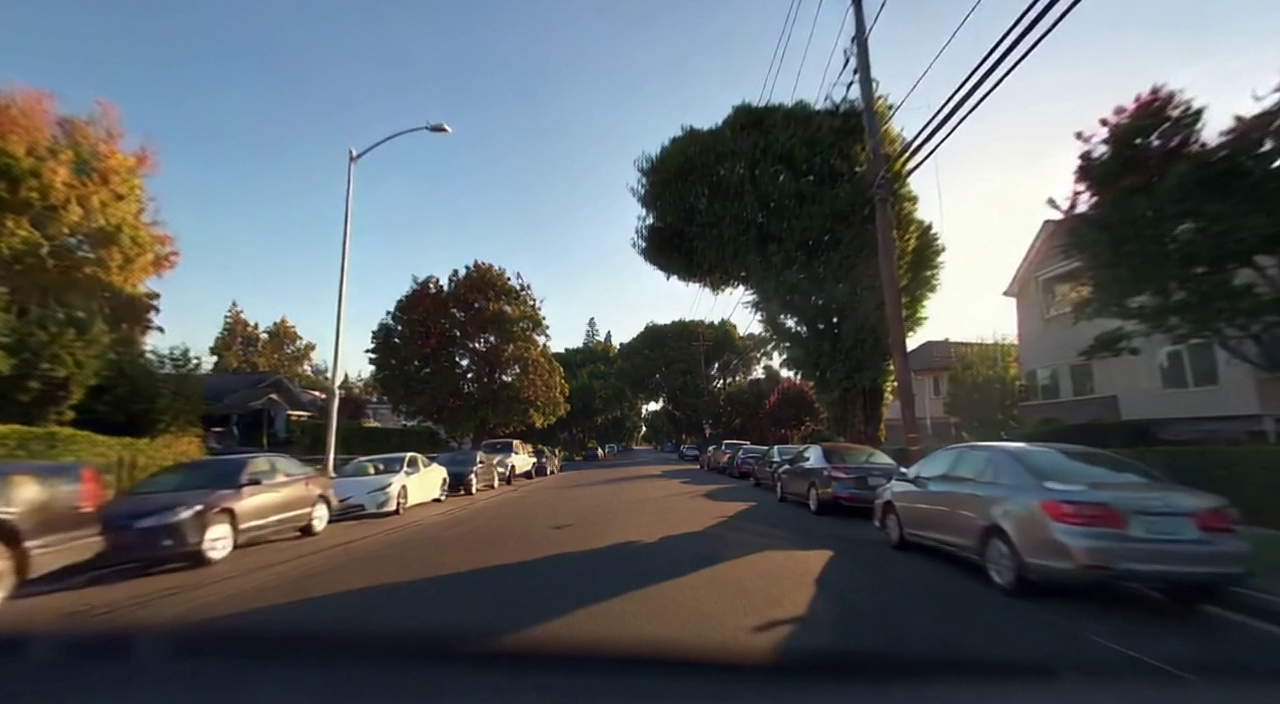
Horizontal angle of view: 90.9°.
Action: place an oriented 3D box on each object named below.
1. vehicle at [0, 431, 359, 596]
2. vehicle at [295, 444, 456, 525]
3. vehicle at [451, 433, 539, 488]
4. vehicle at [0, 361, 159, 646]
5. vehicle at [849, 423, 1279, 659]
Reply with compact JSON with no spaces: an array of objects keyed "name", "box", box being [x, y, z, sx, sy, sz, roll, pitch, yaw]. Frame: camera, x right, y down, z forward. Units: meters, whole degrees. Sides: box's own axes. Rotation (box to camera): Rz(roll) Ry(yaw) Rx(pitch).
[{"name":"vehicle","box":[-5.867,1.962,8.796,1.818,1.683,4.364,0,-7,1]},{"name":"vehicle","box":[-5.724,2.873,14.324,1.752,1.494,4.274,0,-8,1]},{"name":"vehicle","box":[-5.583,4.241,25.085,2.052,1.916,5.084,0,-8,3]},{"name":"vehicle","box":[-5.776,0.850,2.847,2.384,1.992,5.965,-2,-9,2]},{"name":"vehicle","box":[4.007,1.594,6.575,1.871,1.522,4.746,0,-9,-2]}]
